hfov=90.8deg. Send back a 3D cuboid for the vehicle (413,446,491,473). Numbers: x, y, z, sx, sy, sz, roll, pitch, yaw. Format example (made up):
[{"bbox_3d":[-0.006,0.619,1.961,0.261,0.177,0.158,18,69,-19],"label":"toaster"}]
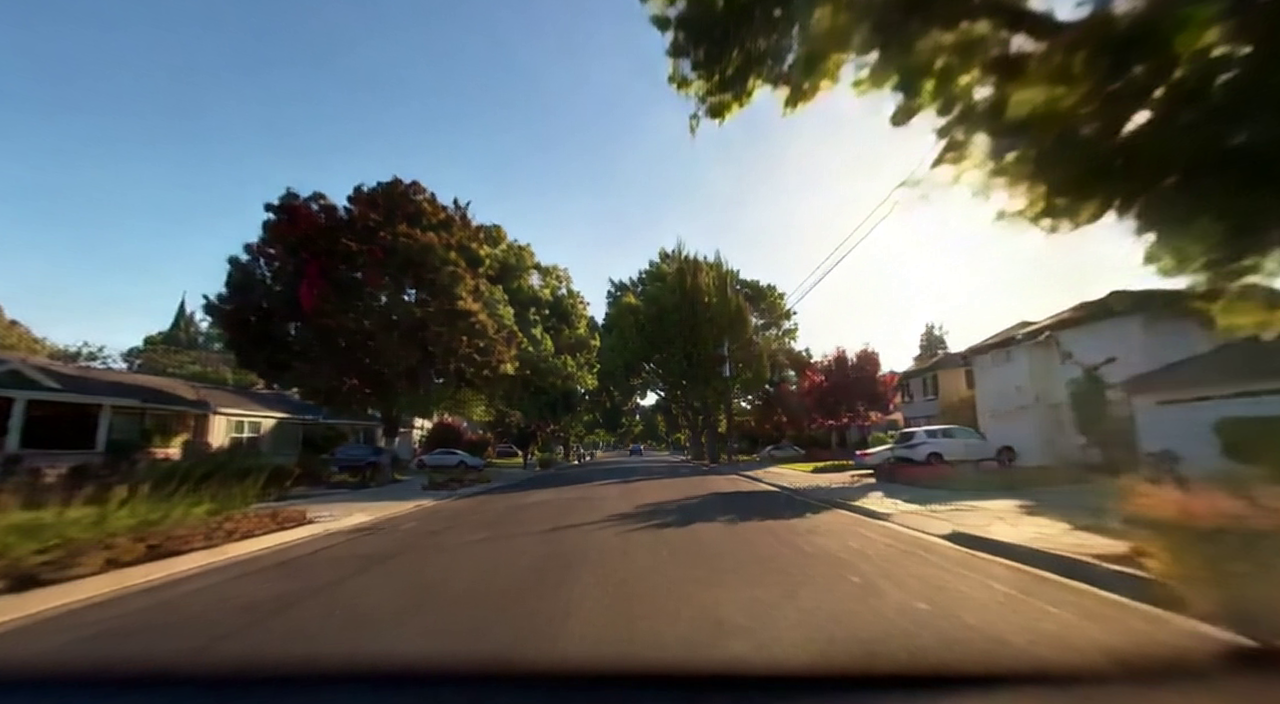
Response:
[{"bbox_3d":[-13.211,7.593,44.738,4.887,1.788,2.006,1,-9,-3],"label":"vehicle"}]

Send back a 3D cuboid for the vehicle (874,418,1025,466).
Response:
[{"bbox_3d":[12.780,3.788,26.411,5.049,1.845,2.327,-1,-9,0],"label":"vehicle"}]
